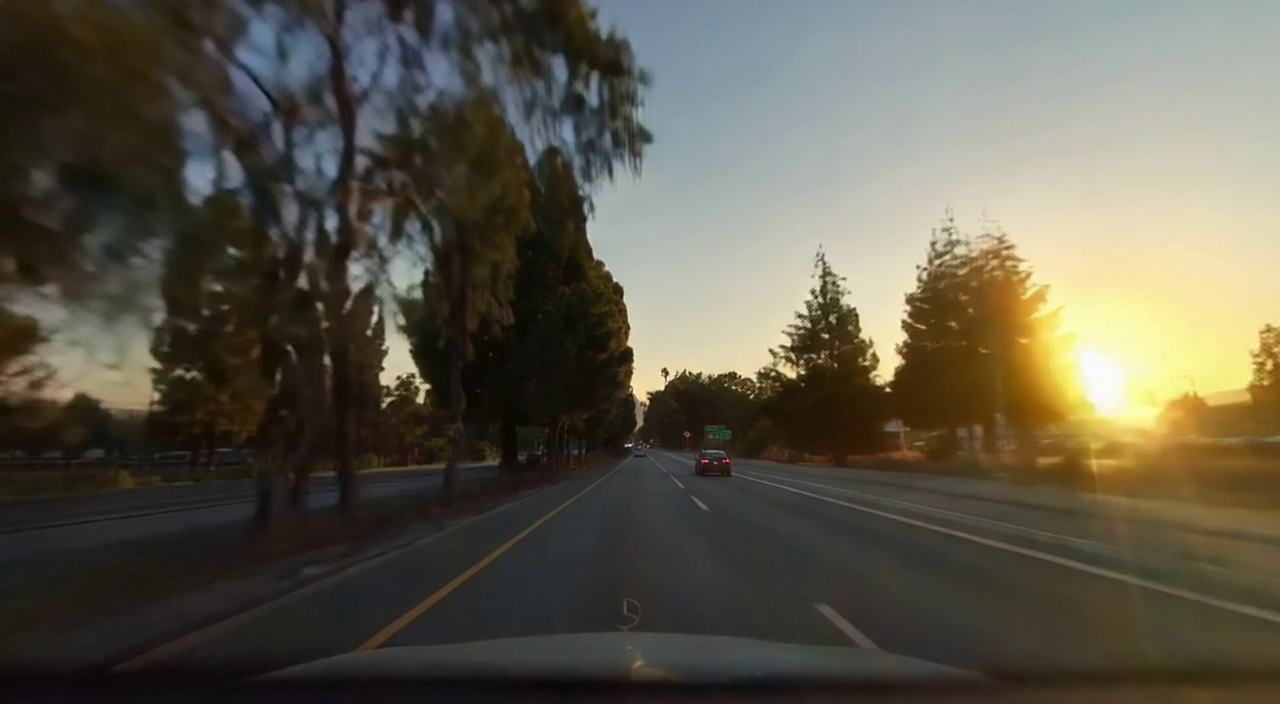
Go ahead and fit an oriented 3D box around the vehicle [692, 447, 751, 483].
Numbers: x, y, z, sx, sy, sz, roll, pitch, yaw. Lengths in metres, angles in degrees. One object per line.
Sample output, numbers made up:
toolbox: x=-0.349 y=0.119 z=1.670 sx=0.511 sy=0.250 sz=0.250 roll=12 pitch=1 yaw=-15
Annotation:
vehicle: x=3.630 y=5.143 z=28.972 sx=2.115 sy=1.522 sz=4.330 roll=0 pitch=-9 yaw=0
